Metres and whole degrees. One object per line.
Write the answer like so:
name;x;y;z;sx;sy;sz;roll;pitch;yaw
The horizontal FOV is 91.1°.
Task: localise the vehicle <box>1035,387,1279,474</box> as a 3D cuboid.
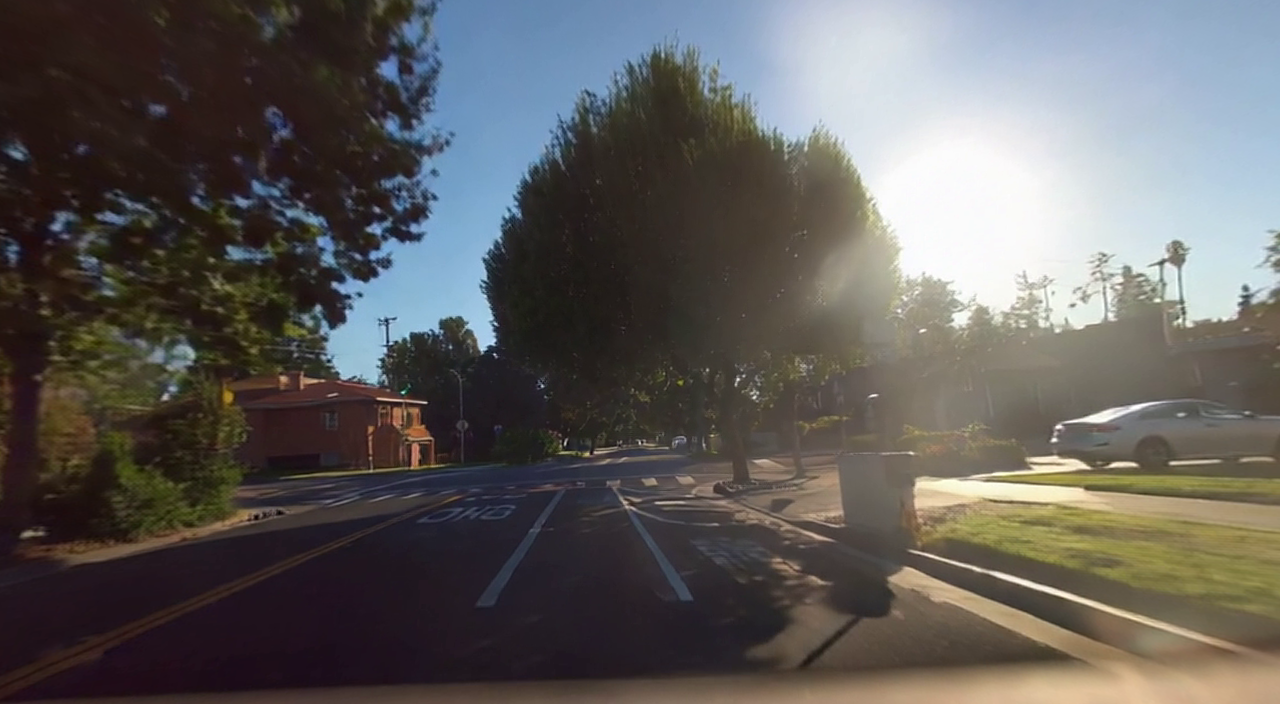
vehicle;12.410;1.912;14.930;4.562;1.850;2.130;1;-9;-3
